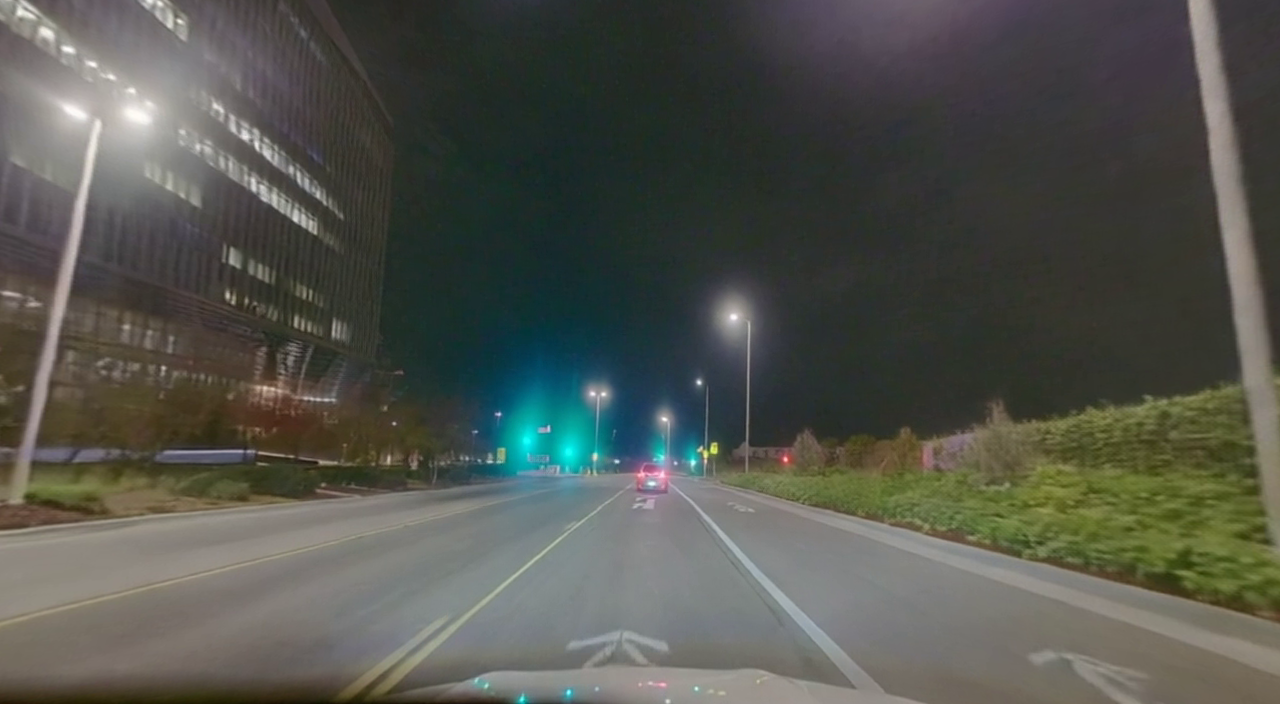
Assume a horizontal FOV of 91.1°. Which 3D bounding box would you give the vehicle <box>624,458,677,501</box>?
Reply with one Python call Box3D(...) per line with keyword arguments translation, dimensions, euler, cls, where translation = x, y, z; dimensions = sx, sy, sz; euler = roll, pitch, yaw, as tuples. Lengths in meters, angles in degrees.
Box3D(translation=(0.490, 5.404, 26.781), dimensions=(2.067, 1.629, 3.858), euler=(0, -11, 2), cls="vehicle")
